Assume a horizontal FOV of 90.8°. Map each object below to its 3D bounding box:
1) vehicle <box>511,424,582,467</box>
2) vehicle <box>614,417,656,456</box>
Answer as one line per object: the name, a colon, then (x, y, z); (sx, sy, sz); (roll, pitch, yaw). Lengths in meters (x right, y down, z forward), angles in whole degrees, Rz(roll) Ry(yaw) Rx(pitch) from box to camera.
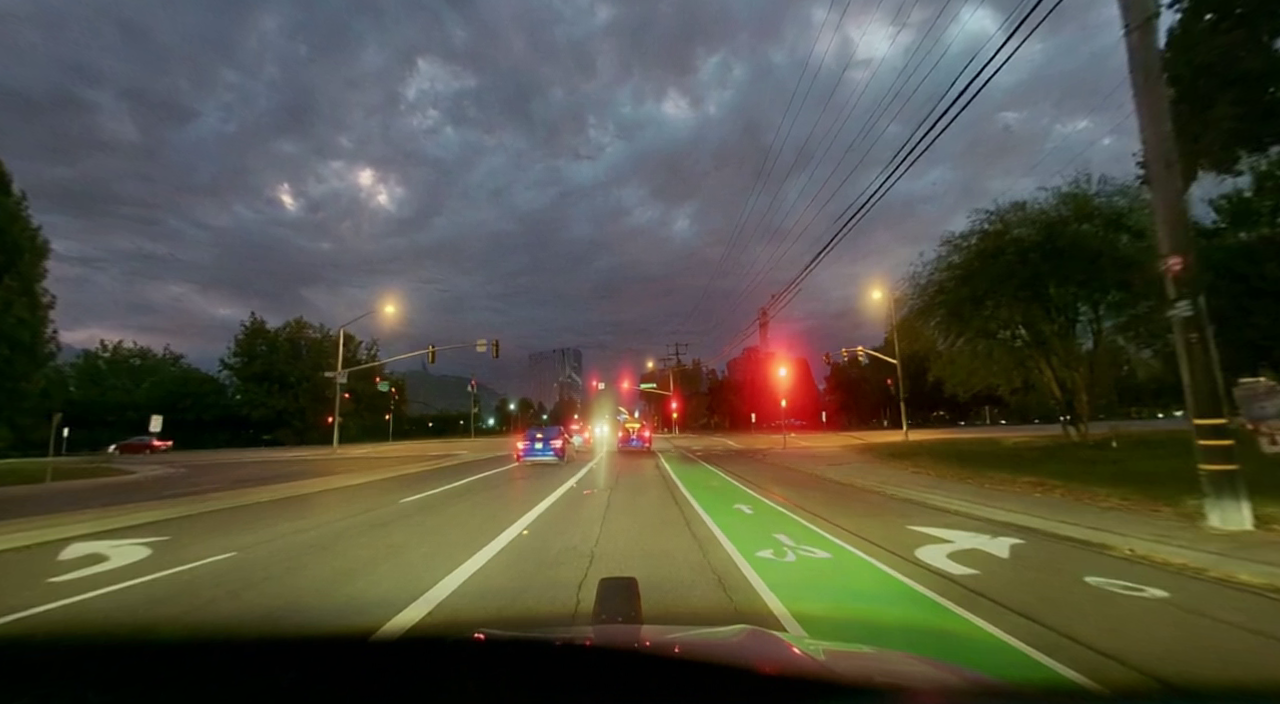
vehicle: (-3.669, 3.711, 25.761); (2.138, 1.488, 5.327); (1, -6, -1)
vehicle: (-0.291, 4.489, 33.565); (2.036, 1.885, 5.196); (1, -8, -1)
